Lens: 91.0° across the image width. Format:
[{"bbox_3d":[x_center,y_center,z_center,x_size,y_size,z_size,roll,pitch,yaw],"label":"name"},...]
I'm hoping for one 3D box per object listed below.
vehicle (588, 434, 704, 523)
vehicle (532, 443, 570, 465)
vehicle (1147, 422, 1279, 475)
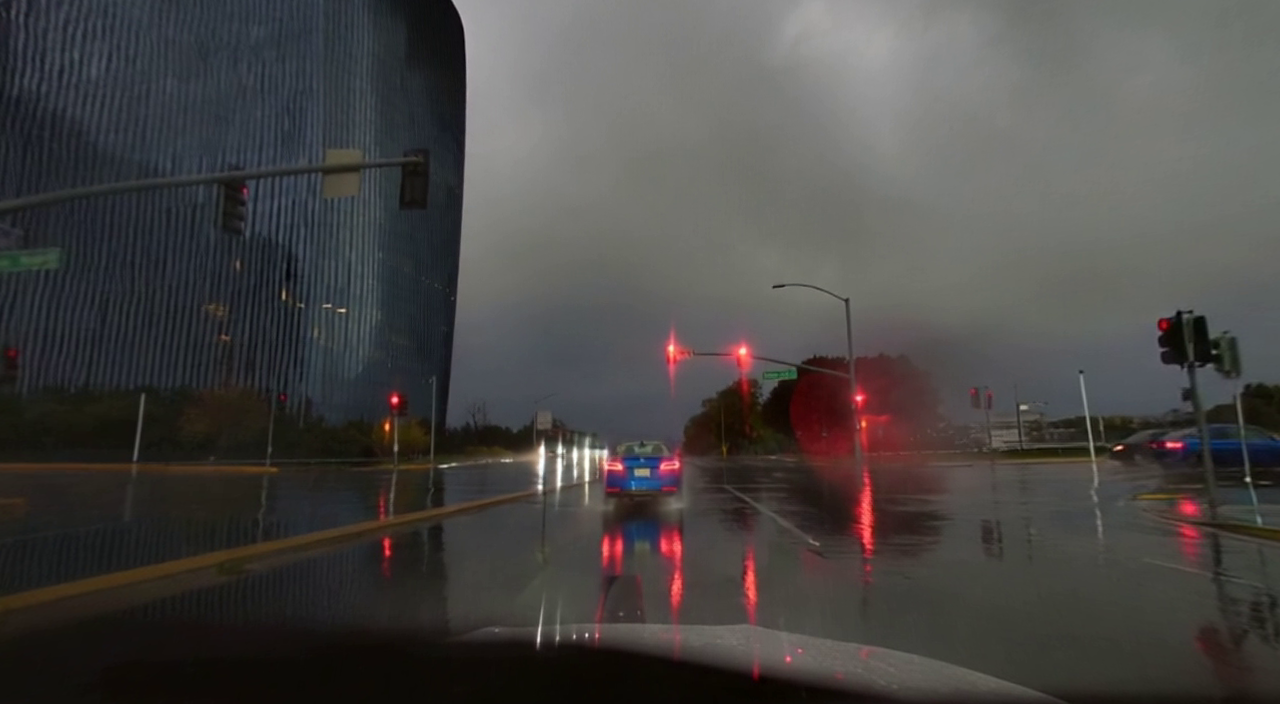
[{"bbox_3d":[0.212,2.524,13.129,2.014,1.525,4.197,0,-9,3],"label":"vehicle"},{"bbox_3d":[-6.700,7.742,47.834,2.113,1.535,4.504,0,-9,2],"label":"vehicle"},{"bbox_3d":[21.133,3.384,22.099,4.739,1.749,2.174,0,-9,-1],"label":"vehicle"}]
